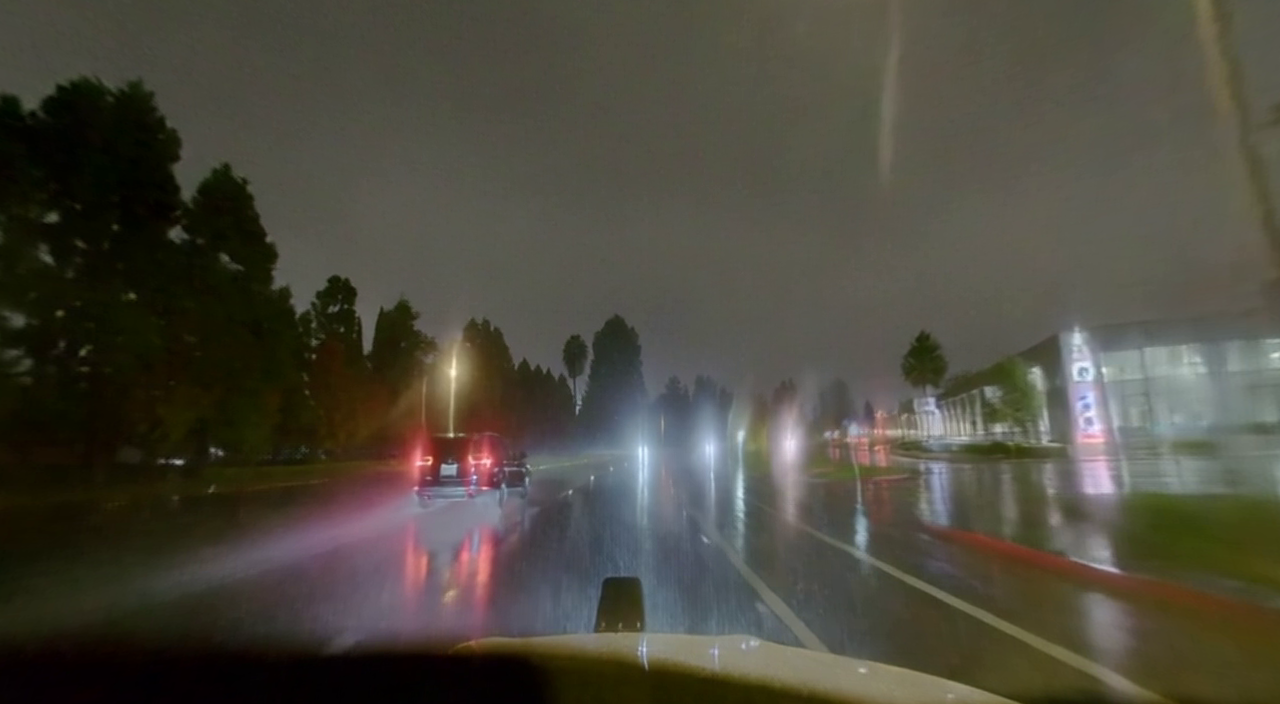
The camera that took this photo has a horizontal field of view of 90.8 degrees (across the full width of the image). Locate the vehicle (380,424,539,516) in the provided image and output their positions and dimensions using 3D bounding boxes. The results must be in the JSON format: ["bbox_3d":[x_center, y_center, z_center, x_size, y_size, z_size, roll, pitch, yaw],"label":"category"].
[{"bbox_3d":[-3.778,2.566,14.216,2.121,1.724,4.392,-1,-9,2],"label":"vehicle"}]
